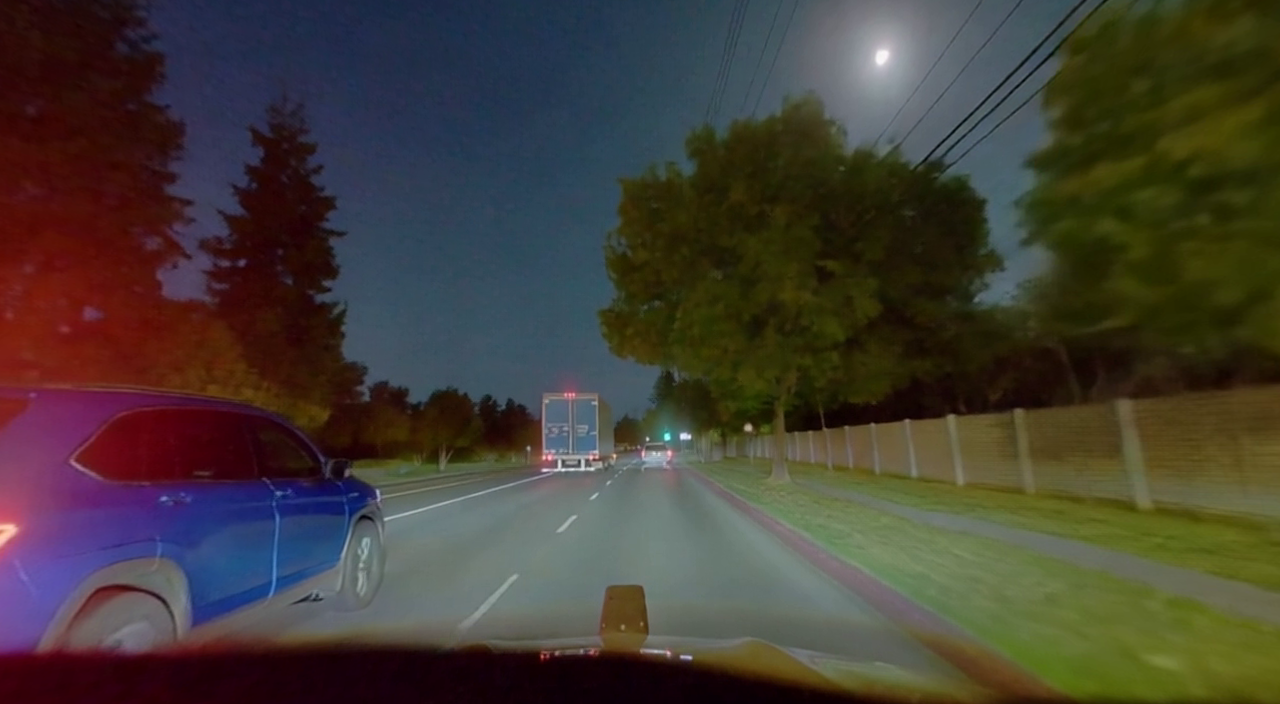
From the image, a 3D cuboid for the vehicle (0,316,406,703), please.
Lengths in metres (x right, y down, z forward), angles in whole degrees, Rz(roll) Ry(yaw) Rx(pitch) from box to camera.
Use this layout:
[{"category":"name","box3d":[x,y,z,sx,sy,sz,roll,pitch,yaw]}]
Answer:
[{"category":"vehicle","box3d":[-3.293,1.014,3.640,2.093,1.832,4.508,0,-9,1]}]

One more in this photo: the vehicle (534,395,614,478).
[{"category":"vehicle","box3d":[-3.079,4.398,32.406,2.928,3.658,8.980,0,-8,1]}]

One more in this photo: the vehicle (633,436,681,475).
[{"category":"vehicle","box3d":[0.793,5.010,30.621,2.174,1.749,4.113,0,-8,1]}]
